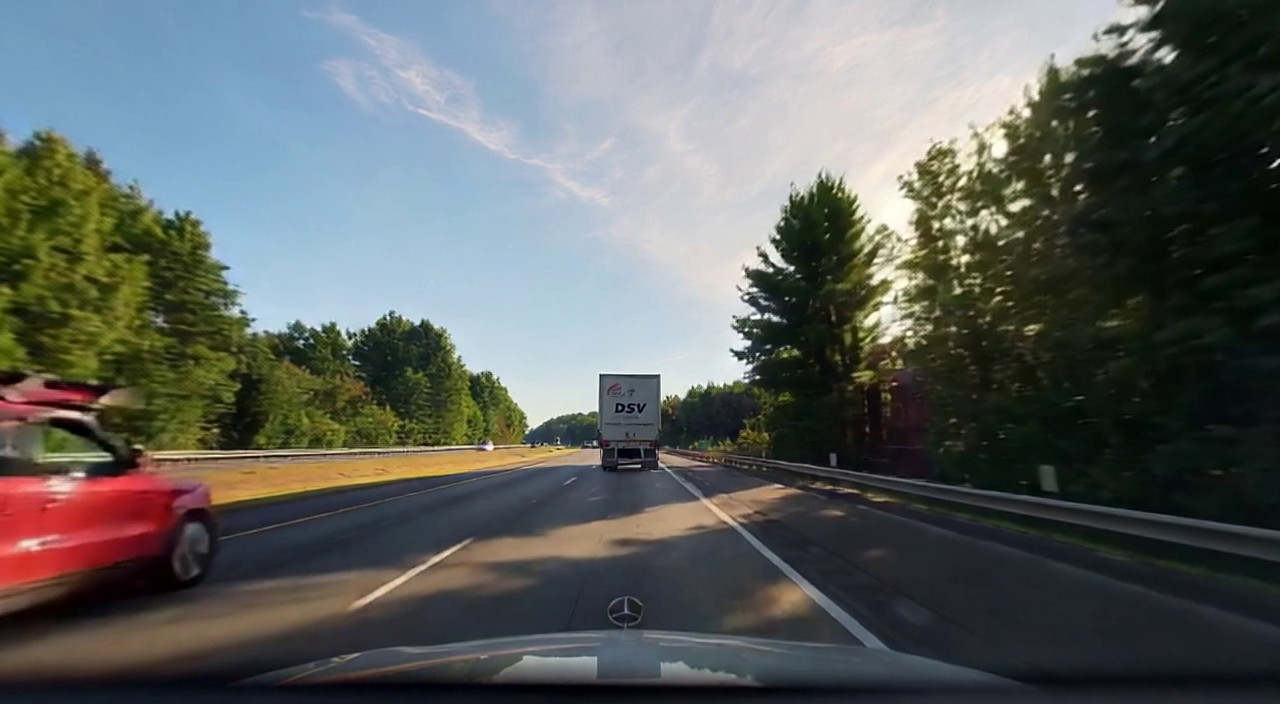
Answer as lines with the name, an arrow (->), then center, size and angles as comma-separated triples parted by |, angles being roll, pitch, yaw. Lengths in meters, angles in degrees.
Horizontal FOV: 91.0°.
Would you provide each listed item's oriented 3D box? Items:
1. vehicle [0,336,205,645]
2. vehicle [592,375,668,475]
vehicle -> -4.777, 0.714, 3.023 | 2.086, 1.778, 4.544 | 0, -8, 0
vehicle -> -0.542, 3.620, 30.083 | 2.969, 3.957, 10.270 | 0, -8, -2
